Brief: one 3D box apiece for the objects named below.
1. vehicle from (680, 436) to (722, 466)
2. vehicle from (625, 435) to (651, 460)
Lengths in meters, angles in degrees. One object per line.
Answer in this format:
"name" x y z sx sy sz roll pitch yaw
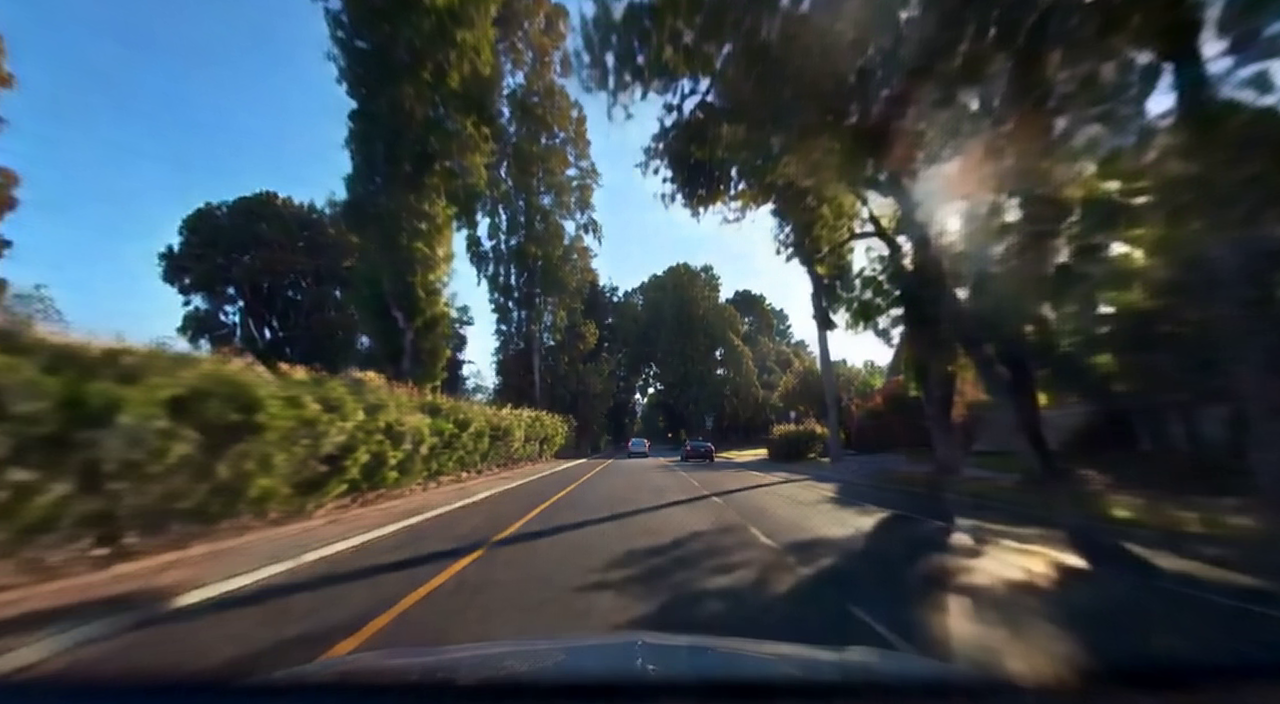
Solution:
"vehicle" 3.485 5.778 36.883 1.888 1.640 4.044 0 -8 -2
"vehicle" -0.183 7.502 49.667 1.925 1.799 4.257 0 -8 0
